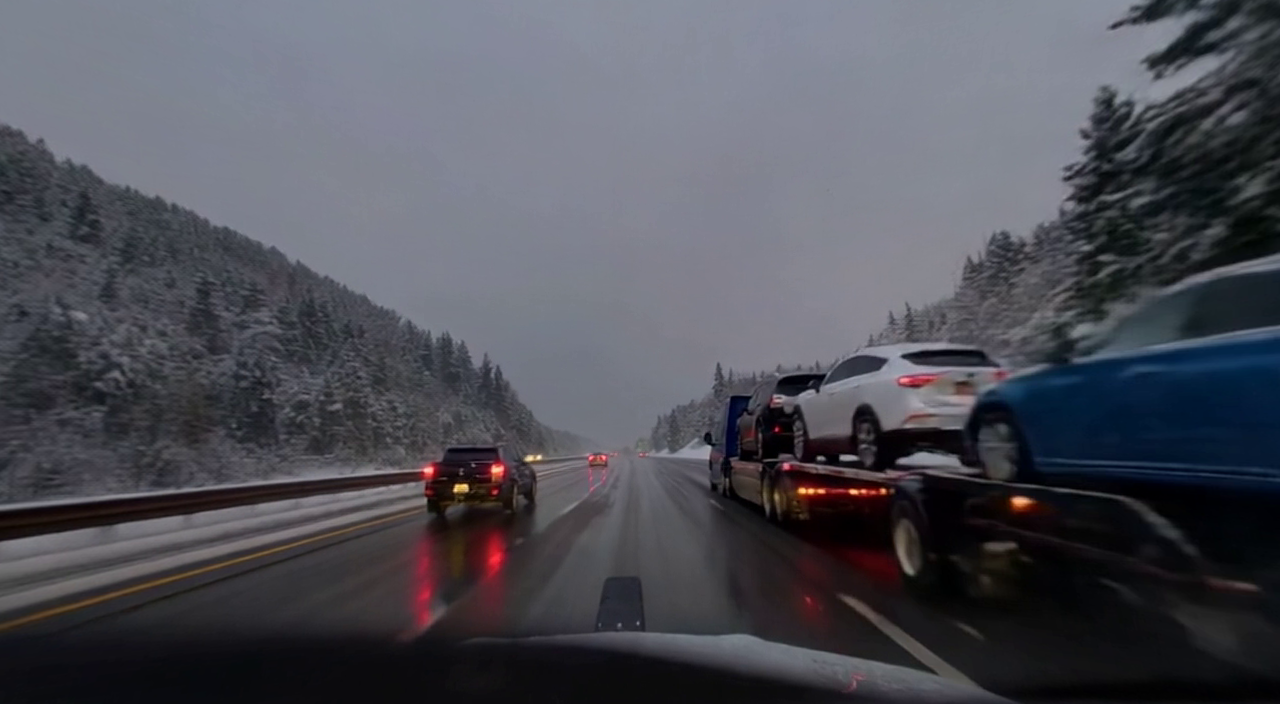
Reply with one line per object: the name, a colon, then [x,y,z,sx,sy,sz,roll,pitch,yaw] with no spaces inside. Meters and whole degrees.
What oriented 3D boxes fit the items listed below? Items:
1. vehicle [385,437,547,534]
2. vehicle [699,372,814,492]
vehicle: [-3.127,2.482,12.296,1.944,1.548,4.051,0,-9,1]
vehicle: [4.035,3.015,23.354,3.016,3.891,5.767,0,-9,-1]
